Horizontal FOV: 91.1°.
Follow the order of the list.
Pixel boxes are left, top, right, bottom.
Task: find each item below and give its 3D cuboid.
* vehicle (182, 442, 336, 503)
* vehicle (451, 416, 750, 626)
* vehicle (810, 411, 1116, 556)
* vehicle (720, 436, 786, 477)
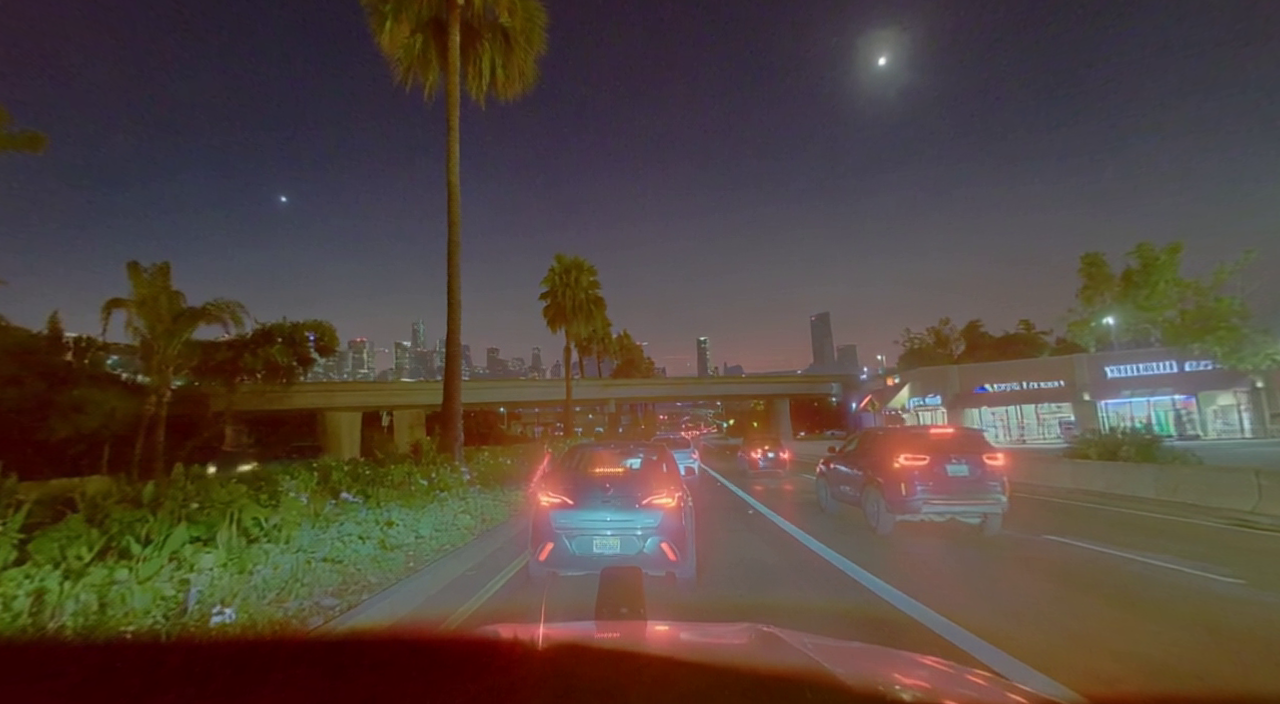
[{"bbox_3d":[-11.784,3.714,19.874,2.084,1.704,4.485,0,-9,-1],"label":"vehicle"},{"bbox_3d":[-0.235,1.531,6.646,2.172,1.506,4.018,0,-9,2],"label":"vehicle"},{"bbox_3d":[4.277,1.837,9.505,2.149,1.609,4.807,0,-9,1],"label":"vehicle"},{"bbox_3d":[4.619,4.353,26.398,2.034,1.517,4.840,0,-9,2],"label":"vehicle"}]
